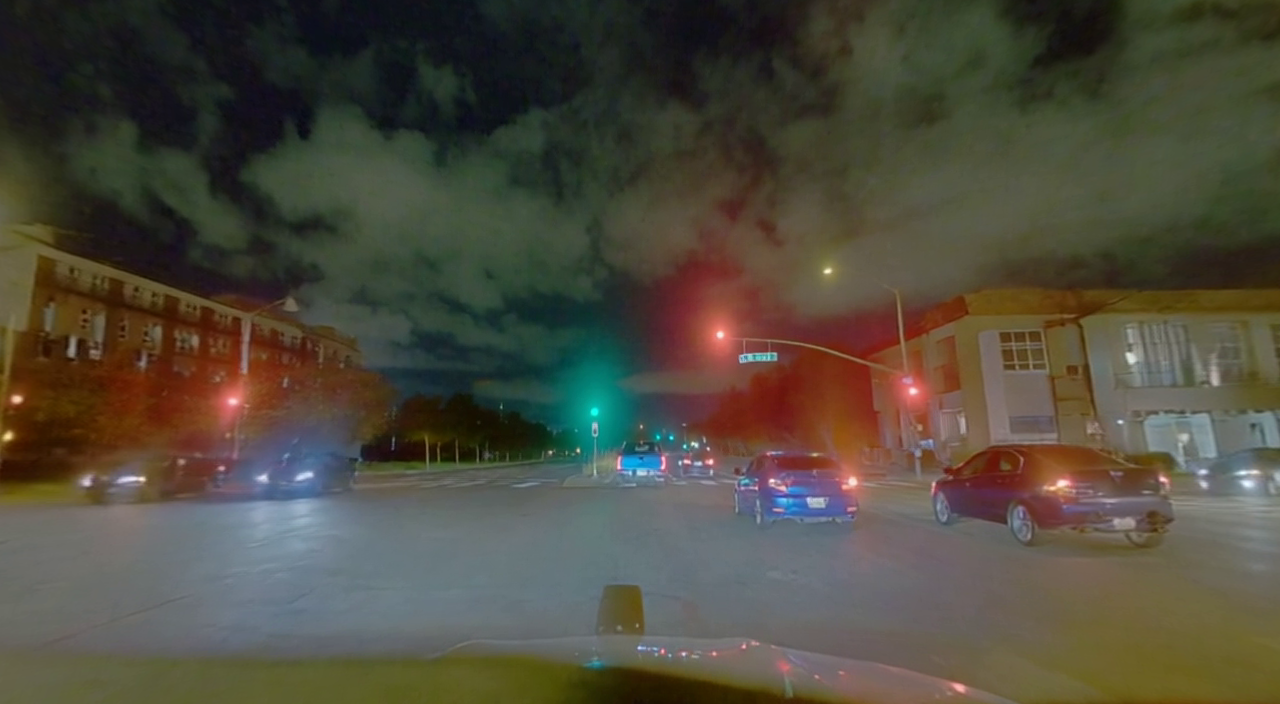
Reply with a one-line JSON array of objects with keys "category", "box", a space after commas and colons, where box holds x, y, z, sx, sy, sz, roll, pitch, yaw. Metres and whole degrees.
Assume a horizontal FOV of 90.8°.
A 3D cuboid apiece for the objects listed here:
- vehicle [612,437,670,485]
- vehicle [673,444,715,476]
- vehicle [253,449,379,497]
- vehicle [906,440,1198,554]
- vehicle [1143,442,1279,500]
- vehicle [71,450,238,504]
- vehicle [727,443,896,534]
[{"category": "vehicle", "box": [0.043, 4.756, 27.859, 2.344, 1.883, 4.572, 0, -8, 0]}, {"category": "vehicle", "box": [3.176, 6.438, 37.958, 2.013, 1.742, 4.424, 0, -8, -1]}, {"category": "vehicle", "box": [-11.318, 4.226, 22.538, 1.989, 1.459, 4.667, 0, -8, 1]}, {"category": "vehicle", "box": [6.412, 2.259, 10.673, 1.855, 1.469, 4.598, 0, -8, 1]}, {"category": "vehicle", "box": [17.450, 3.281, 17.738, 4.869, 1.463, 2.198, 0, -8, -4]}, {"category": "vehicle", "box": [-15.448, 3.956, 20.475, 1.915, 1.491, 4.347, 0, -8, 0]}, {"category": "vehicle", "box": [3.147, 2.586, 12.689, 2.057, 1.463, 4.365, 0, -8, -1]}]
